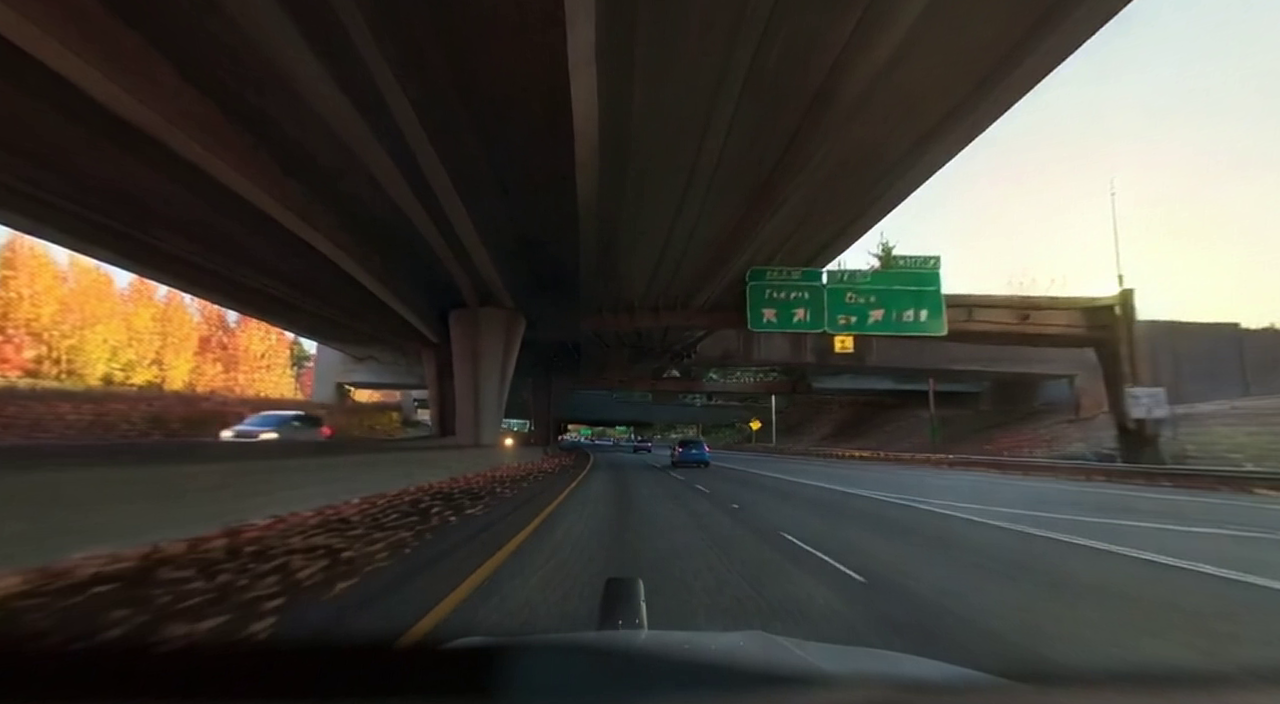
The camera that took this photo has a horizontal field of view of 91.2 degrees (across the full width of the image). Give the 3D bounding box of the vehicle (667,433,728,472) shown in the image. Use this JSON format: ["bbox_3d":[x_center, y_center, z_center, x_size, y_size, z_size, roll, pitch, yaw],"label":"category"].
[{"bbox_3d":[2.545,4.629,28.858,2.337,1.633,4.222,0,-9,-1],"label":"vehicle"}]

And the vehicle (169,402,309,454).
[{"bbox_3d":[-13.209,2.610,21.041,1.921,1.550,4.249,0,-9,-1],"label":"vehicle"}]
